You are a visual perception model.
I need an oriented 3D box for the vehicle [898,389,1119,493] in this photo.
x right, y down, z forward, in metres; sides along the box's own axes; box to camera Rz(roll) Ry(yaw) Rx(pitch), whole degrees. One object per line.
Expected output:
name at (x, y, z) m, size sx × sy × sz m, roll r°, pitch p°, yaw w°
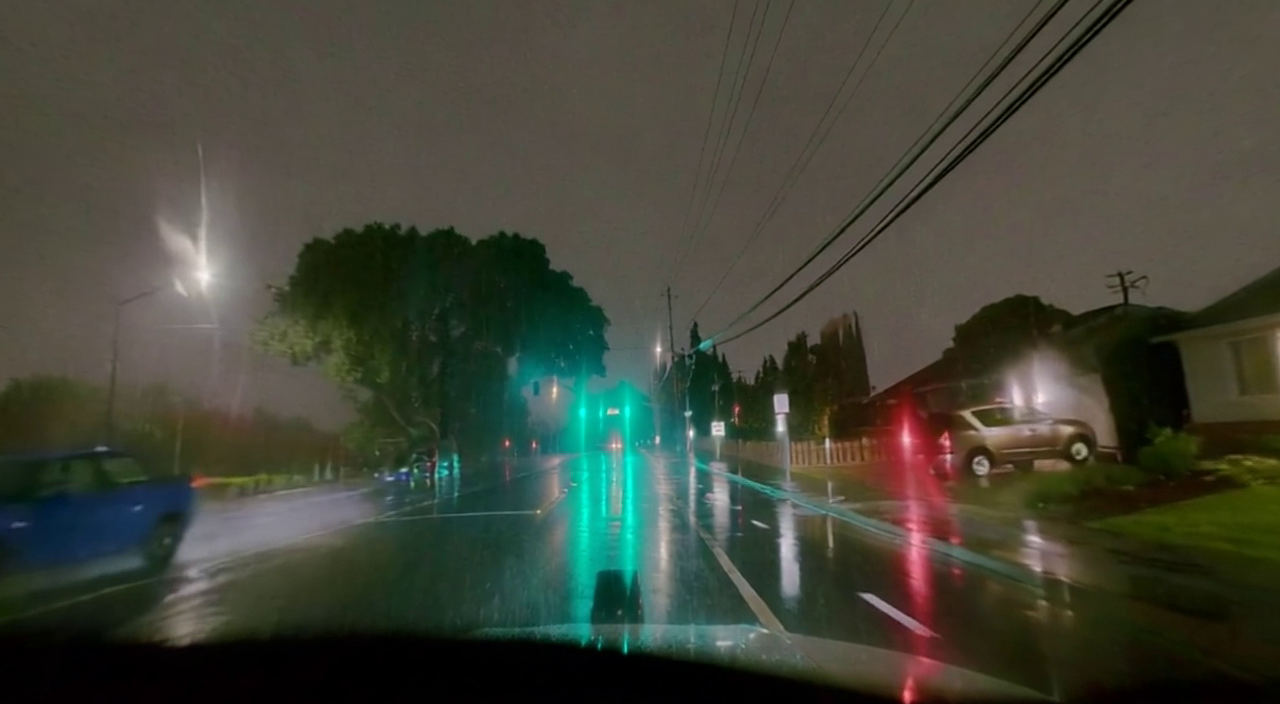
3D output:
vehicle at (9.368, 2.133, 15.974) m, size 5.565 × 2.036 × 1.907 m, roll -1°, pitch -7°, yaw -27°

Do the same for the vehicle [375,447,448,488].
vehicle at (-12.238, 6.167, 34.245) m, size 2.041 × 1.788 × 5.116 m, roll -7°, pitch -8°, yaw -2°

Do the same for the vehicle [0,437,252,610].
vehicle at (-7.129, 1.916, 7.399) m, size 2.142 × 1.611 × 4.890 m, roll -5°, pitch -8°, yaw 0°
